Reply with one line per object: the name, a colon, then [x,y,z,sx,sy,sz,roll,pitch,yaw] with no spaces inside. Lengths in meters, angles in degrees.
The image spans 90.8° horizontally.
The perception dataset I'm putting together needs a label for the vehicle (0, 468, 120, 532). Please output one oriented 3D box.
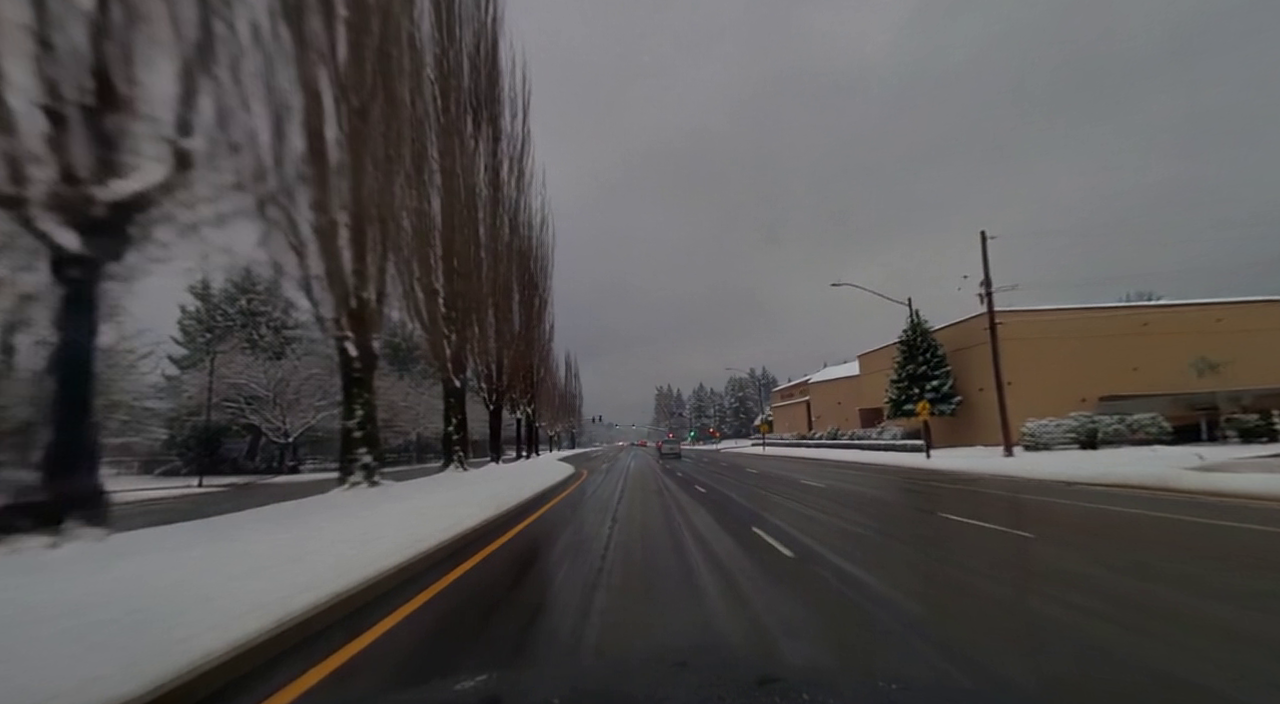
vehicle: [-17.588,4.108,17.733,1.914,1.524,4.768,0,-8,0]
